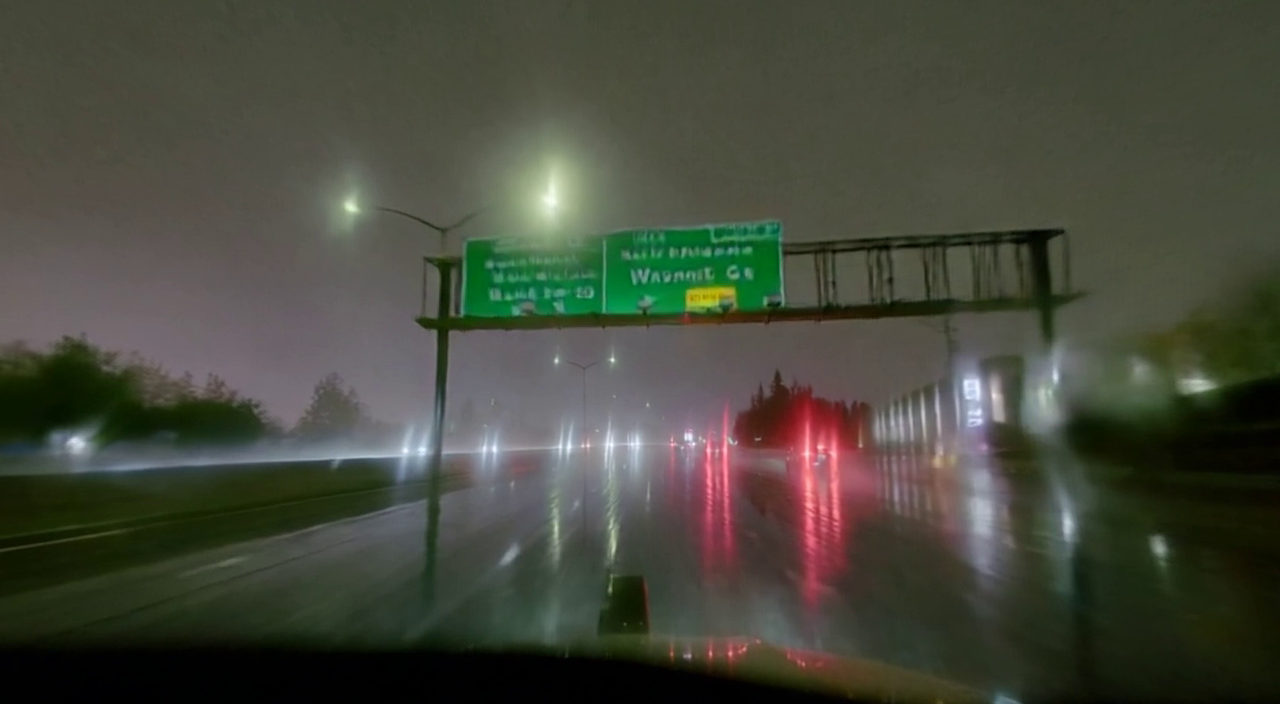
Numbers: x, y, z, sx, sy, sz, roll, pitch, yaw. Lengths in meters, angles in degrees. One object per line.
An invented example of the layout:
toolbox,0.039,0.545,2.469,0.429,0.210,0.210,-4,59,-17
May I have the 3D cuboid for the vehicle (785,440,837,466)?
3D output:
vehicle,10.711,6.363,39.886,2.000,1.514,4.585,0,-9,0
